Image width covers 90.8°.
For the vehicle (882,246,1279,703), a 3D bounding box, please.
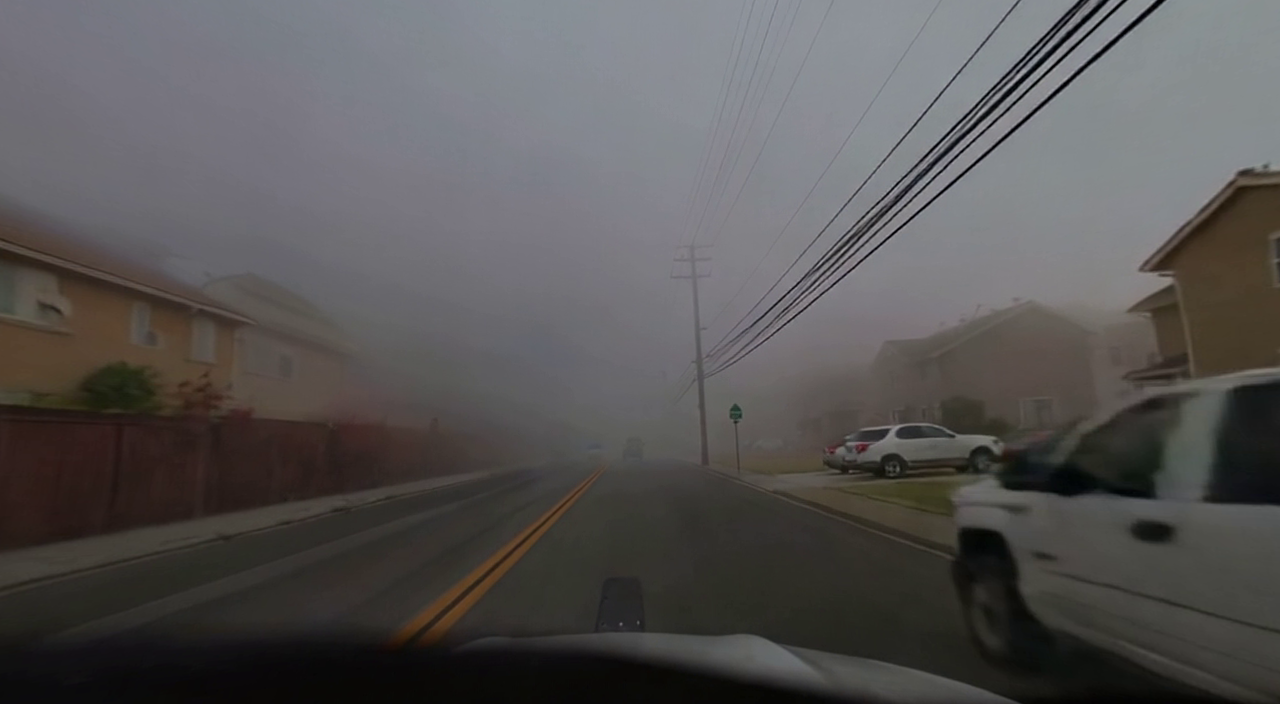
[{"bbox_3d":[3.021,0.715,1.887,2.278,1.933,5.860,3,-8,-1],"label":"vehicle"}]
